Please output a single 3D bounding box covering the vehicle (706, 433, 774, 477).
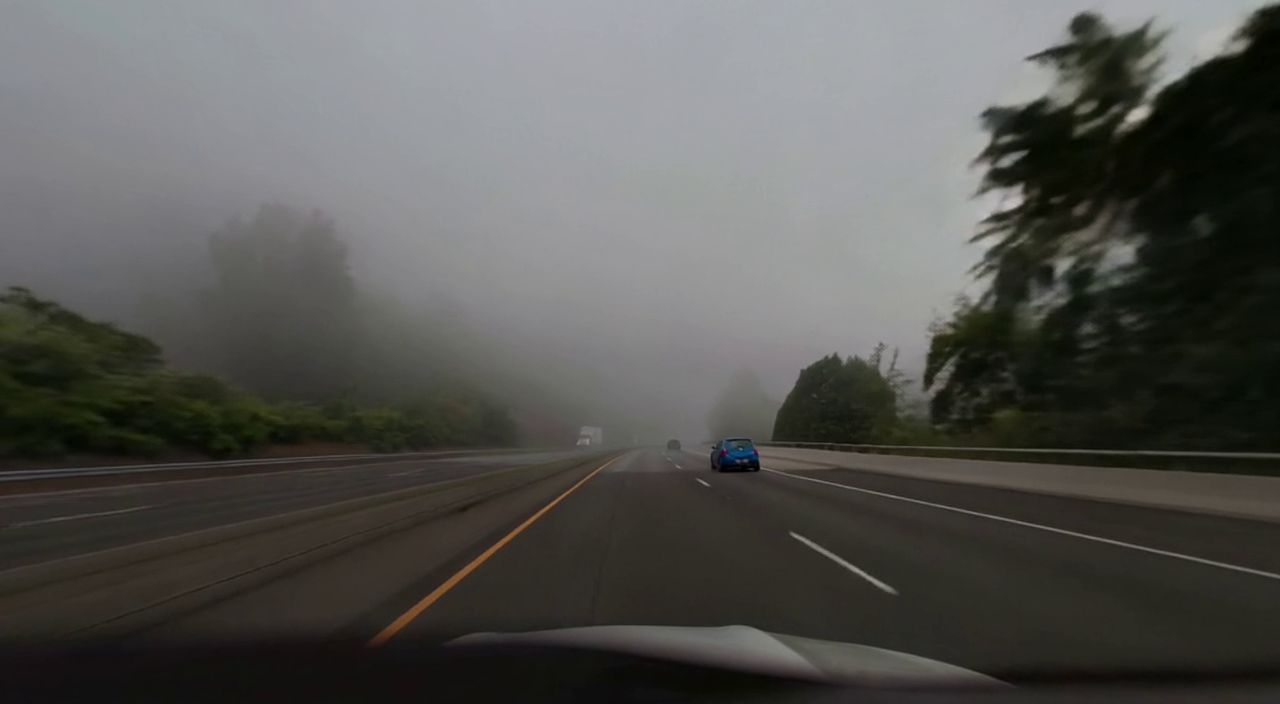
[{"bbox_3d":[4.025,4.238,26.104,2.022,1.663,4.245,0,-8,-1],"label":"vehicle"}]
